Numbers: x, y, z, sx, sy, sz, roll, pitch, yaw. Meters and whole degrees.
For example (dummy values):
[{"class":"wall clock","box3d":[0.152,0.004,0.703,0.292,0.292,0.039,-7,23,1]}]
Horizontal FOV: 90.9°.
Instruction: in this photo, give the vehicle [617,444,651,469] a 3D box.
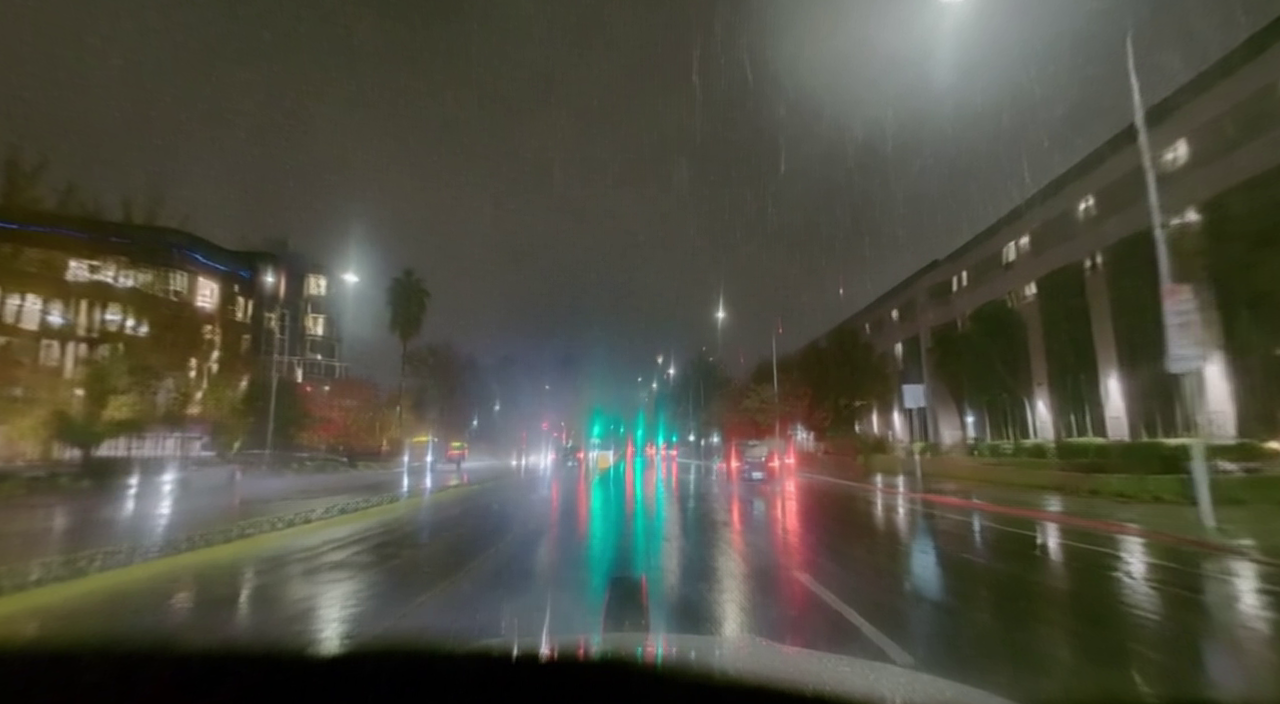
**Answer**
[{"class":"vehicle","box3d":[-0.392,6.656,40.293,2.101,1.480,3.929,0,-8,-1]}]

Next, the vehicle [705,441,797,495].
[{"class":"vehicle","box3d":[3.385,3.625,20.131,1.990,1.486,4.431,0,-8,-2]}]

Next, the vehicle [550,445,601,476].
[{"class":"vehicle","box3d":[-3.204,5.462,32.010,2.082,1.467,4.379,0,-8,0]}]

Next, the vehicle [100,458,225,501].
[{"class":"vehicle","box3d":[-19.165,5.117,25.558,1.924,1.493,4.006,0,-8,0]}]

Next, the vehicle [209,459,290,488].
[{"class":"vehicle","box3d":[-22.583,7.027,36.703,1.871,1.471,4.482,0,-8,0]}]
